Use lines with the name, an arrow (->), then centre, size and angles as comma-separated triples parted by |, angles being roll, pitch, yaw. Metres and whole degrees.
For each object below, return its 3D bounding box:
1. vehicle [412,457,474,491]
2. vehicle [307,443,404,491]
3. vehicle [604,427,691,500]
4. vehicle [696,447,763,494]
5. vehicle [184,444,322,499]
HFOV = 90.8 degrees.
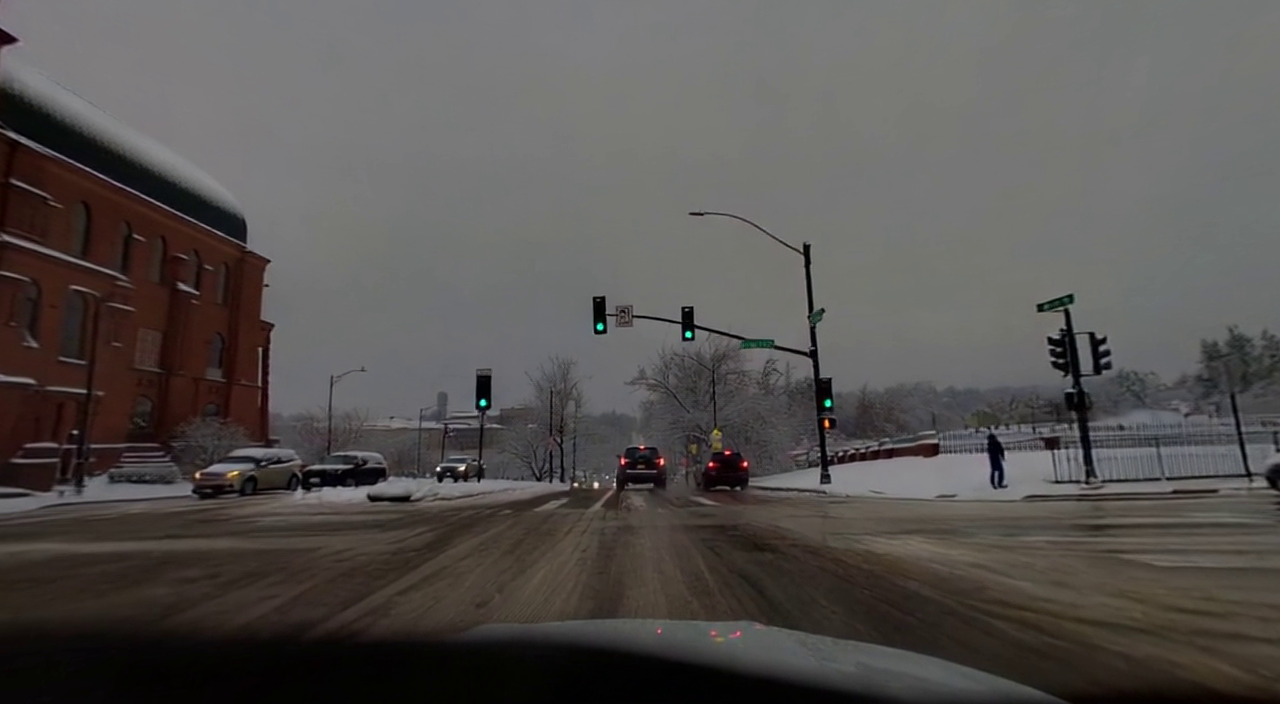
vehicle -> -11.410, 7.049, 36.881 | 2.170, 1.746, 4.565 | 0, -9, -1
vehicle -> -11.832, 4.914, 26.648 | 2.069, 1.790, 4.358 | -1, -12, -1
vehicle -> 0.160, 3.080, 17.797 | 2.168, 1.776, 4.135 | 0, -9, -1
vehicle -> 3.709, 4.988, 27.065 | 2.080, 1.735, 4.650 | 3, -9, 0
vehicle -> -14.954, 4.738, 24.905 | 1.969, 1.896, 5.404 | -1, -11, 0
